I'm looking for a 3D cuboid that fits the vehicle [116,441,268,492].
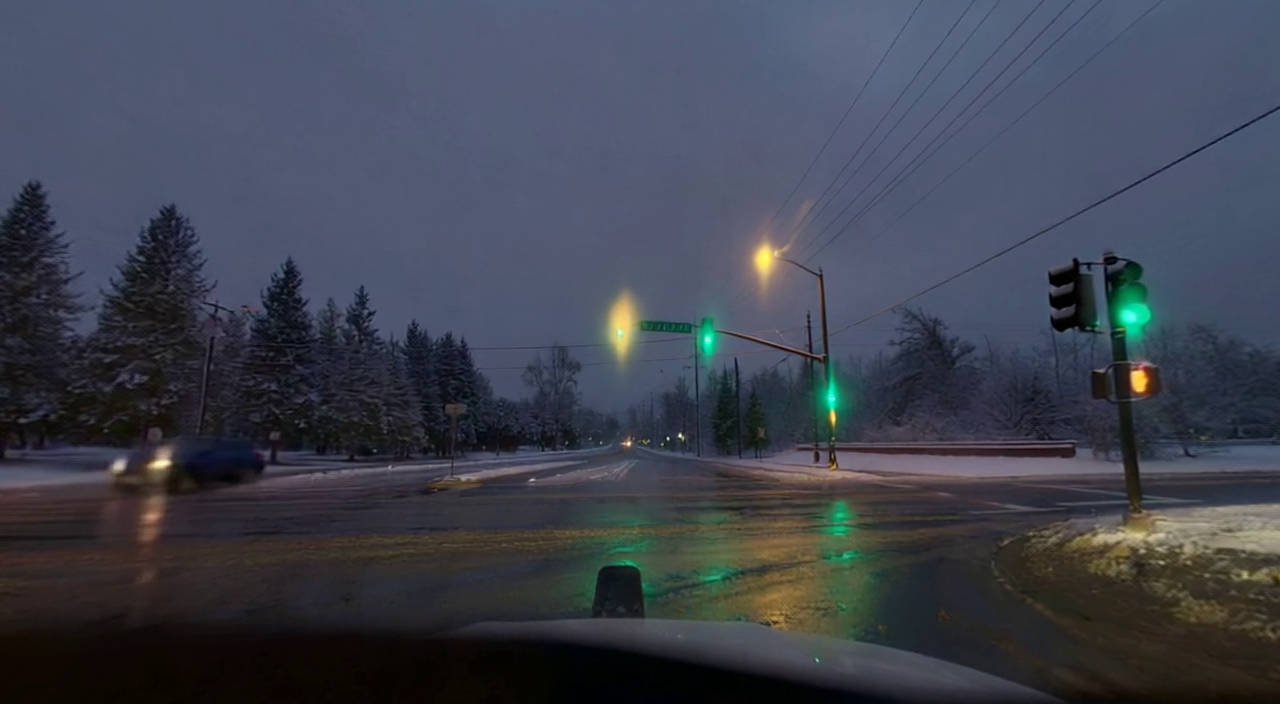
[{"bbox_3d":[-15.073,3.833,21.608,1.893,1.547,4.283,-1,-8,3],"label":"vehicle"}]
